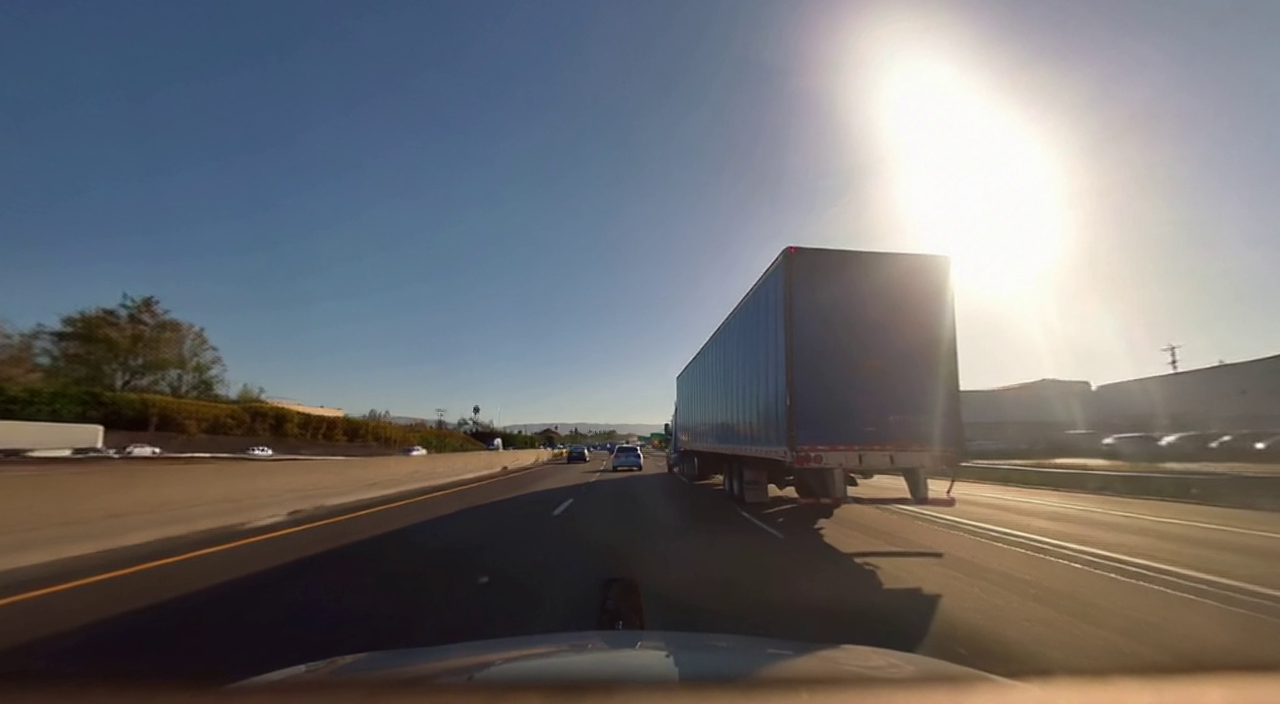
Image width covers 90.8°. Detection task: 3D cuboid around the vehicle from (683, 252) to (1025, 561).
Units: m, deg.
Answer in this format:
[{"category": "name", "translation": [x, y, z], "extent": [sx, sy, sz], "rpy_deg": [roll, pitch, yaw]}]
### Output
[{"category": "vehicle", "translation": [3.342, 1.870, 16.372], "extent": [2.996, 4.123, 15.965], "rpy_deg": [0, -9, -1]}]

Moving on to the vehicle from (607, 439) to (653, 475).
[{"category": "vehicle", "translation": [-0.493, 5.371, 32.518], "extent": [2.191, 1.685, 4.015], "rpy_deg": [0, -9, 0]}]

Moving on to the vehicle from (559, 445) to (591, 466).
[{"category": "vehicle", "translation": [-4.862, 7.823, 47.727], "extent": [1.995, 1.491, 4.317], "rpy_deg": [0, -9, -1]}]
